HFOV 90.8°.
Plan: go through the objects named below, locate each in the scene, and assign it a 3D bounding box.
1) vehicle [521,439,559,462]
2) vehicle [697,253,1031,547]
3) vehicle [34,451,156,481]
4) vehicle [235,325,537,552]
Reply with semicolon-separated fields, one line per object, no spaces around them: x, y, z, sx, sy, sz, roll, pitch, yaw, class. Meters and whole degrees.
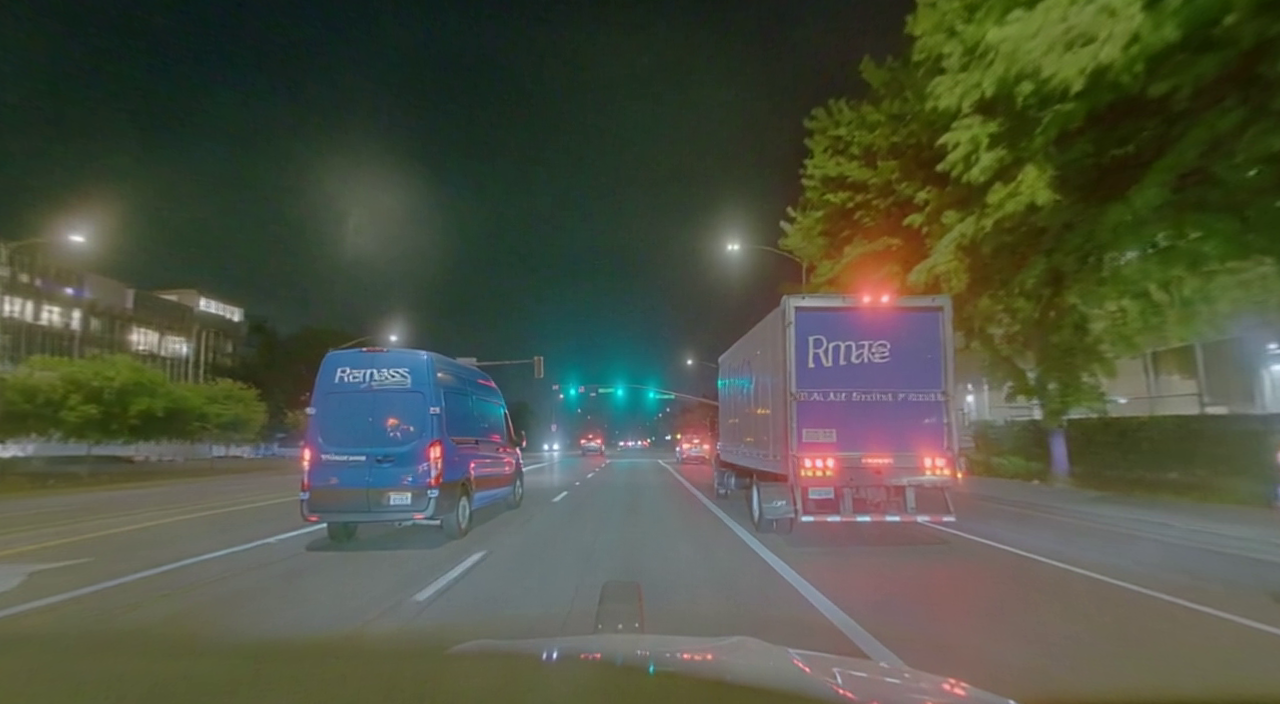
-6.748;6.723;43.068;1.958;1.491;4.155;0;-9;0;vehicle
3.067;1.252;12.469;2.861;3.525;9.858;0;-9;-1;vehicle
-31.337;6.557;36.568;4.955;1.514;1.973;4;-9;-29;vehicle
-3.645;1.529;11.069;2.443;2.784;6.493;0;-9;1;vehicle
